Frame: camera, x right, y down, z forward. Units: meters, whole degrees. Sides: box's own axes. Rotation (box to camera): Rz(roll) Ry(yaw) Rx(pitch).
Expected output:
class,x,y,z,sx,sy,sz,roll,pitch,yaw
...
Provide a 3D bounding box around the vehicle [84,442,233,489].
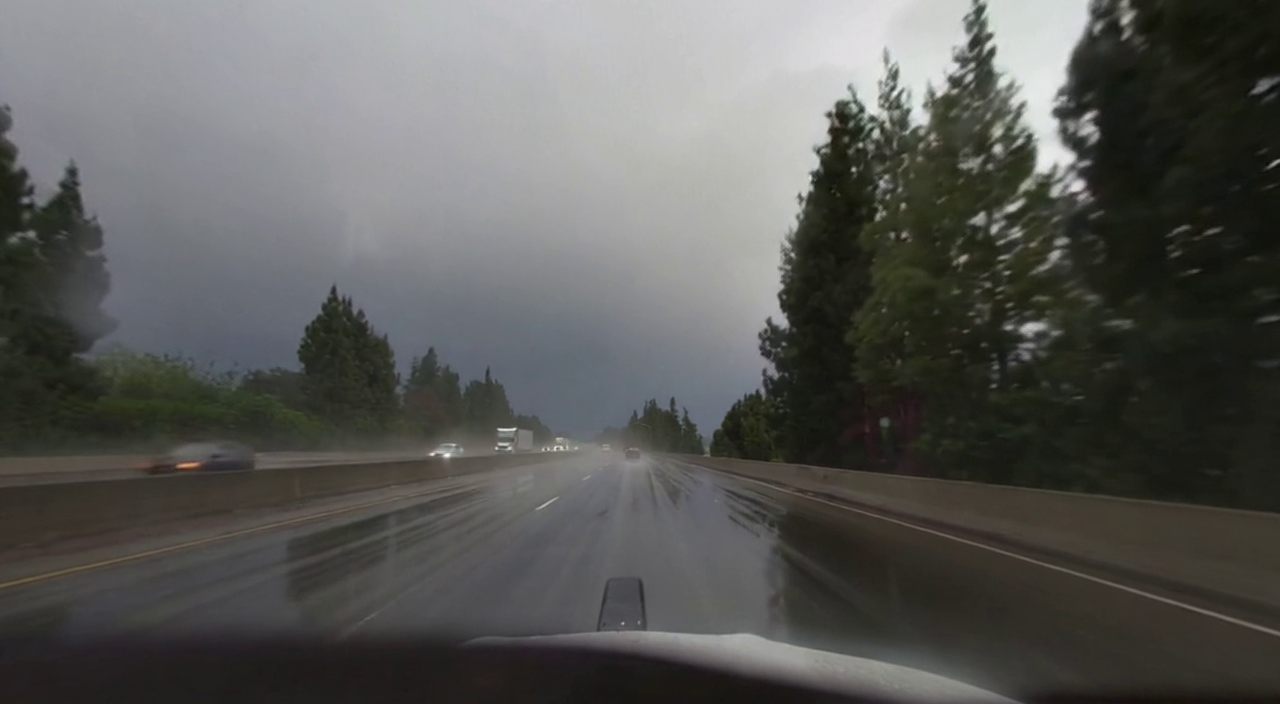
class,x,y,z,sx,sy,sz,roll,pitch,yaw
vehicle,-16.501,3.898,21.920,1.787,1.456,4.219,0,-9,0
